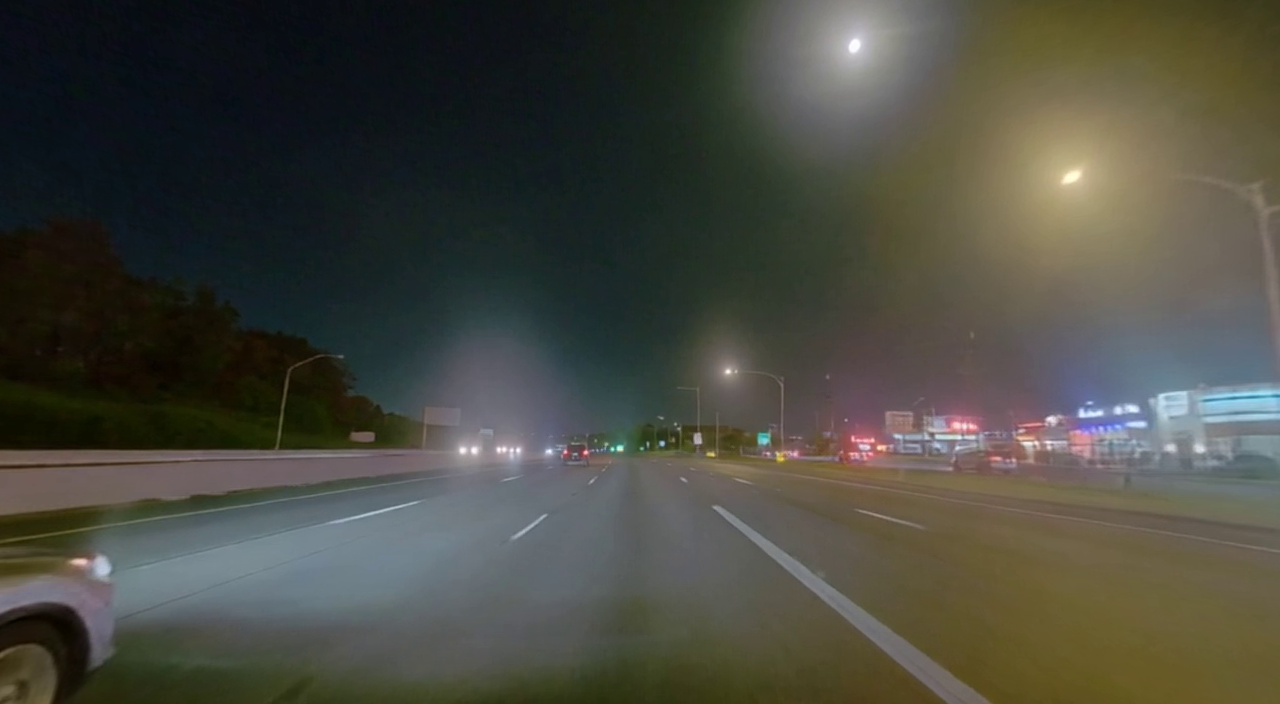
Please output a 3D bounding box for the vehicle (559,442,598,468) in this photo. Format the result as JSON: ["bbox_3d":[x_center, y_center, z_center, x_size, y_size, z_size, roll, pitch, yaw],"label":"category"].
[{"bbox_3d":[-4.316,7.344,45.194,2.236,1.736,5.585,0,-8,0],"label":"vehicle"}]

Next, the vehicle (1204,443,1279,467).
[{"bbox_3d":[47.122,7.920,48.817,1.922,1.739,4.652,4,-9,-27],"label":"vehicle"}]
